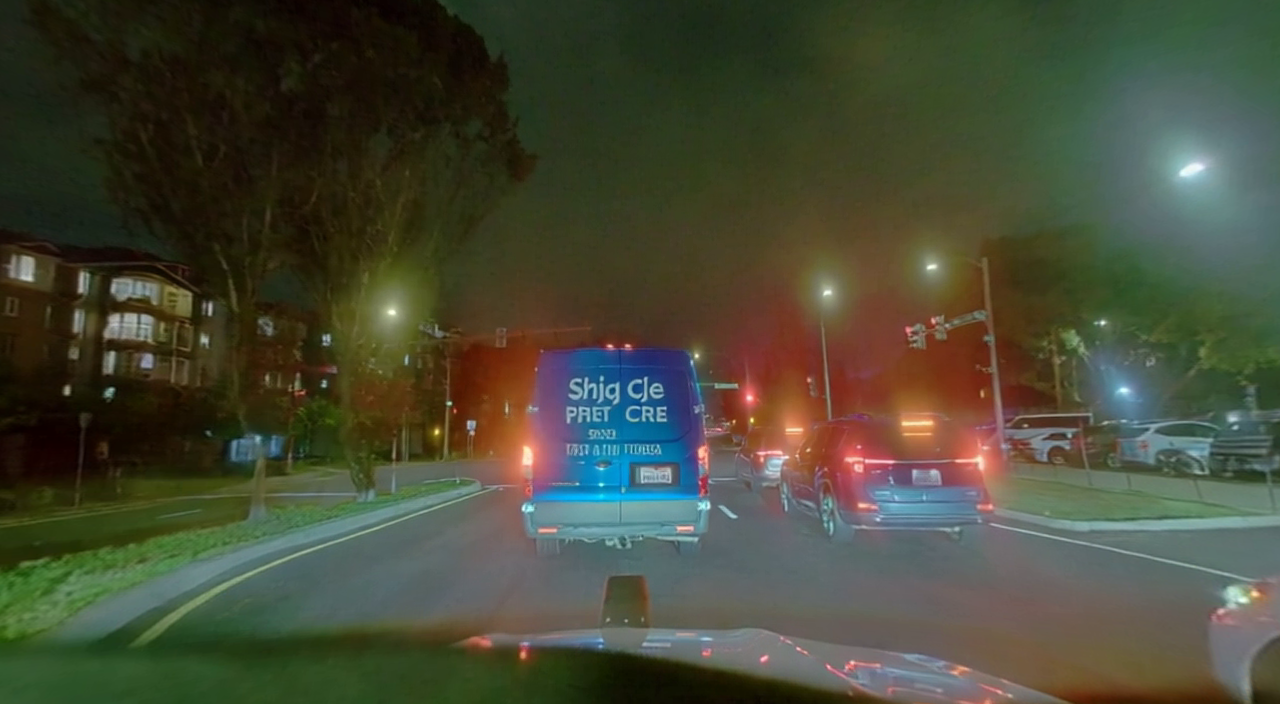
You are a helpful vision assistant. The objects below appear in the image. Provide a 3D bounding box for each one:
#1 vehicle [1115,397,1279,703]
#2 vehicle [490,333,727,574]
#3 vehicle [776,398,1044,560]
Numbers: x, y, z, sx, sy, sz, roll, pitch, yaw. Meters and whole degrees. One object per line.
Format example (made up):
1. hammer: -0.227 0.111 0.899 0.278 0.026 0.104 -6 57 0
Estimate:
1. vehicle: 3.406 0.702 0.896 1.951 1.483 4.582 0 -8 1
2. vehicle: -0.267 1.389 9.091 2.422 2.488 4.992 0 -8 1
3. vehicle: 3.431 1.702 9.124 1.965 1.771 4.295 0 -8 0
